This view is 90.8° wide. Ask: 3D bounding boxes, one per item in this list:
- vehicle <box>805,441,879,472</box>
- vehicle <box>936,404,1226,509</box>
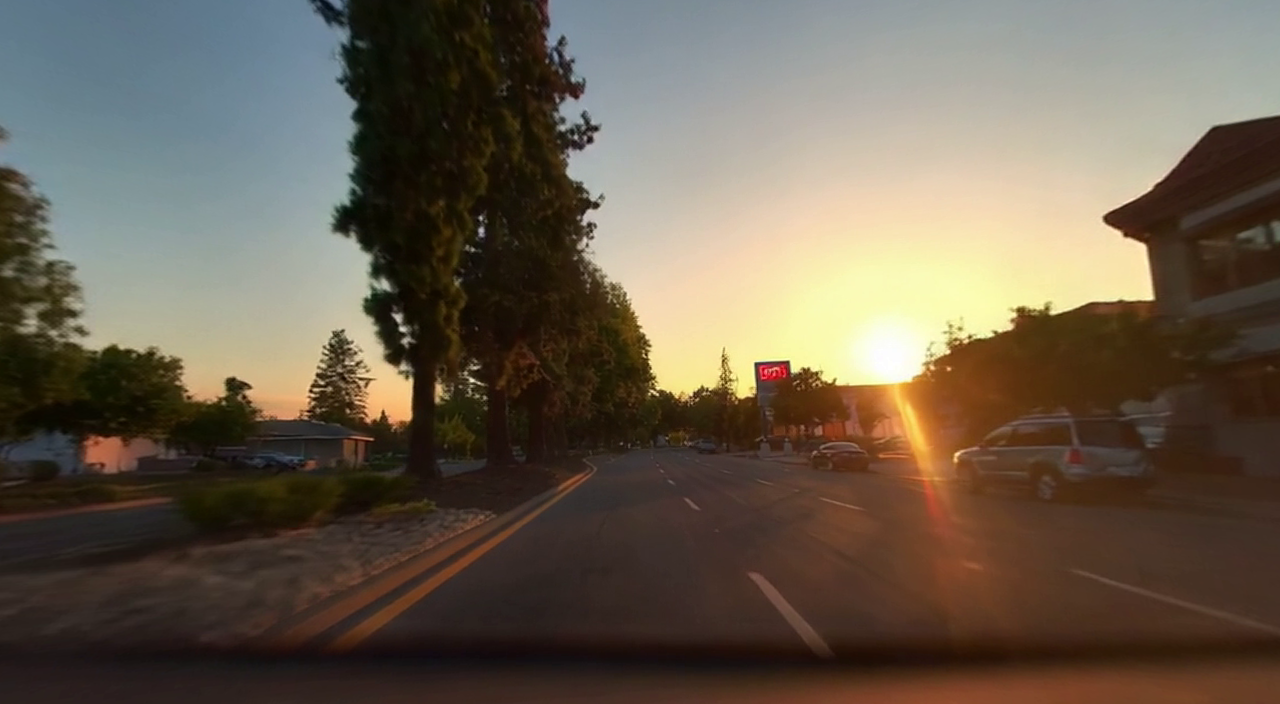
[{"bbox_3d":[10.138,5.262,32.125,2.034,1.437,4.728,0,-8,-2],"label":"vehicle"},{"bbox_3d":[10.239,2.523,15.655,2.610,2.072,5.985,0,-8,-3],"label":"vehicle"}]
